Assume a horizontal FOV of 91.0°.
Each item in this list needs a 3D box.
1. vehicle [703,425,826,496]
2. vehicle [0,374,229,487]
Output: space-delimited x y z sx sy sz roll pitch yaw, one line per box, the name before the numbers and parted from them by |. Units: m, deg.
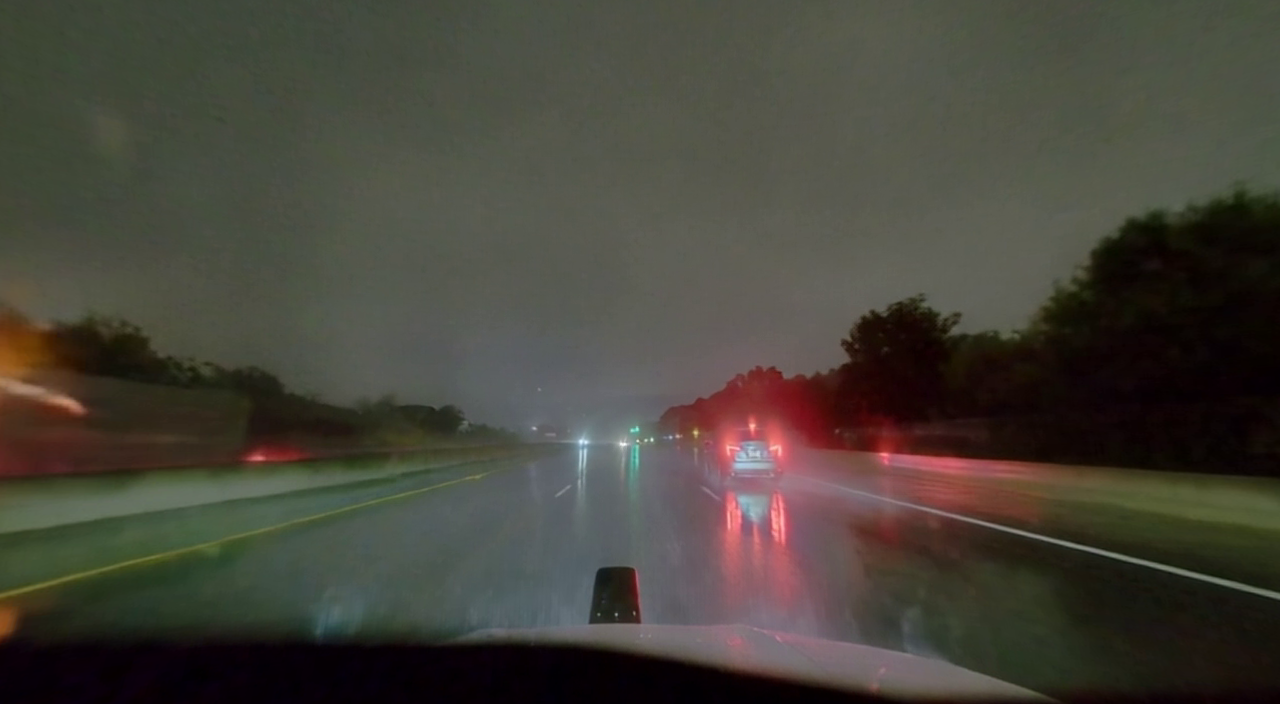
vehicle | 3.199 2.896 17.157 2.349 1.651 4.161 0 -8 -2
vehicle | -20.612 3.193 25.116 2.807 3.733 8.204 0 -8 -1
